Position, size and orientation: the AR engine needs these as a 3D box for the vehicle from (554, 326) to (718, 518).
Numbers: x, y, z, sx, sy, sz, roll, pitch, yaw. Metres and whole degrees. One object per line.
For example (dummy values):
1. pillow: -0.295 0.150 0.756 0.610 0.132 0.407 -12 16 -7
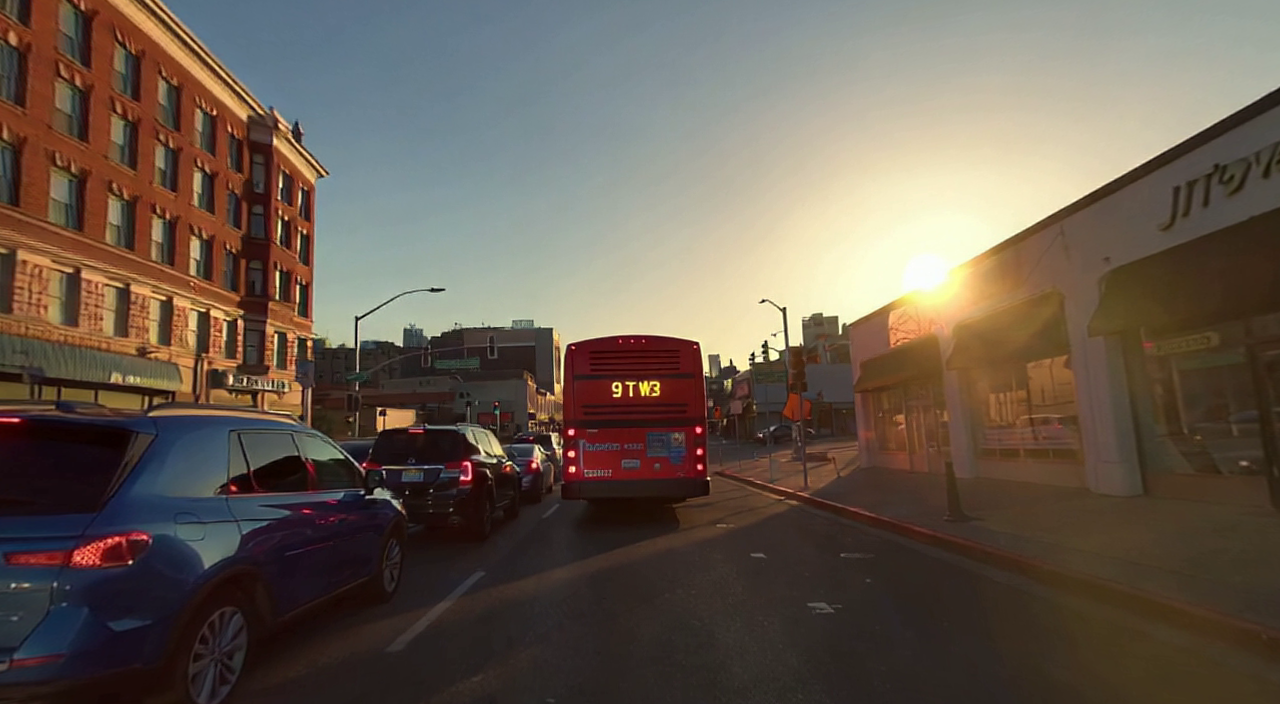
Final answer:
1. vehicle: -0.315 1.987 16.504 2.938 3.468 9.972 0 -9 -3

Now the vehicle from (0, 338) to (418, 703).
1. vehicle: -3.217 1.092 3.979 2.020 1.725 4.384 0 -8 0

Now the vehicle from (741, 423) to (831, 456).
1. vehicle: 9.961 6.050 43.498 5.788 2.165 2.491 -2 -9 10

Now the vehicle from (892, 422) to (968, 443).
1. vehicle: 21.732 6.052 47.408 4.827 1.555 1.863 1 -9 -7

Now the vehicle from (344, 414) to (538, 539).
1. vehicle: -3.341 2.199 11.780 2.096 1.828 4.669 0 -8 0
